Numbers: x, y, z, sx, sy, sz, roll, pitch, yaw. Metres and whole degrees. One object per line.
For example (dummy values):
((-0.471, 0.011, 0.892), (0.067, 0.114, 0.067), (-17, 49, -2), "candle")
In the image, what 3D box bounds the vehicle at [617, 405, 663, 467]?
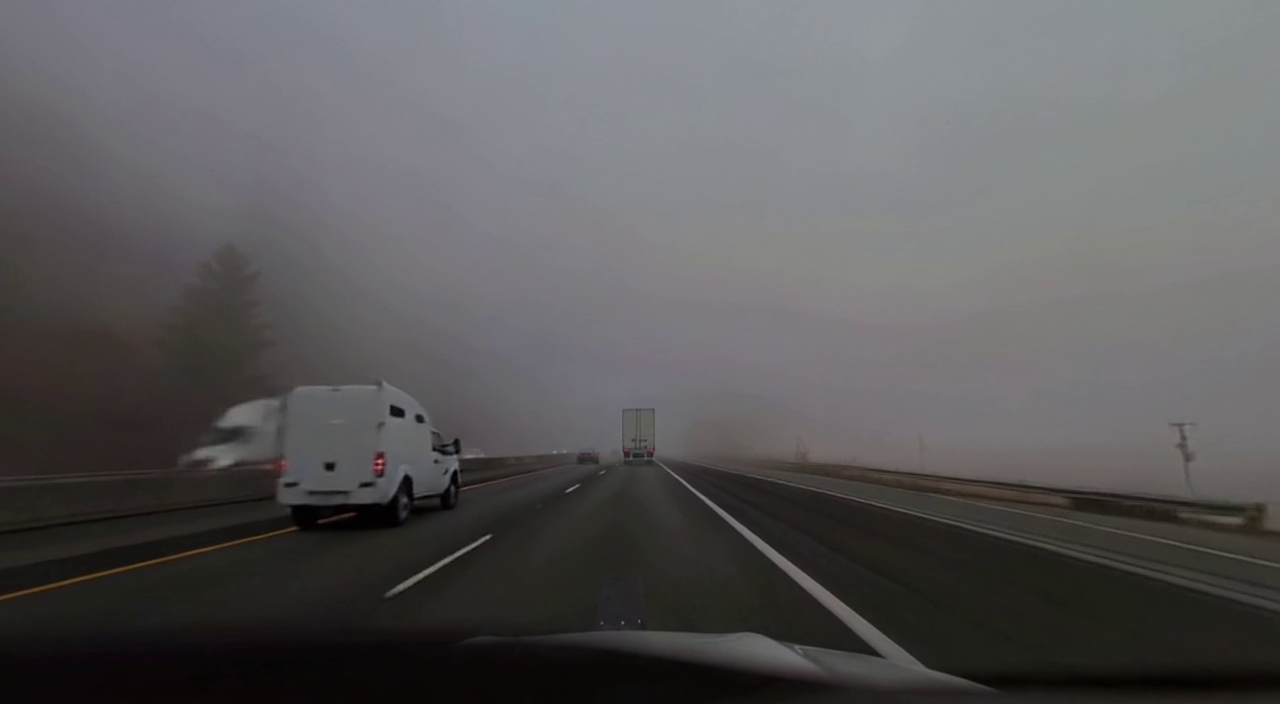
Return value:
((0.096, 6.135, 45.605), (2.899, 3.966, 10.053), (0, -9, 1), "vehicle")

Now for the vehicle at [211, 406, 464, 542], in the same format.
((-4.724, 1.991, 10.844), (2.042, 1.815, 4.639), (0, -9, 0), "vehicle")
